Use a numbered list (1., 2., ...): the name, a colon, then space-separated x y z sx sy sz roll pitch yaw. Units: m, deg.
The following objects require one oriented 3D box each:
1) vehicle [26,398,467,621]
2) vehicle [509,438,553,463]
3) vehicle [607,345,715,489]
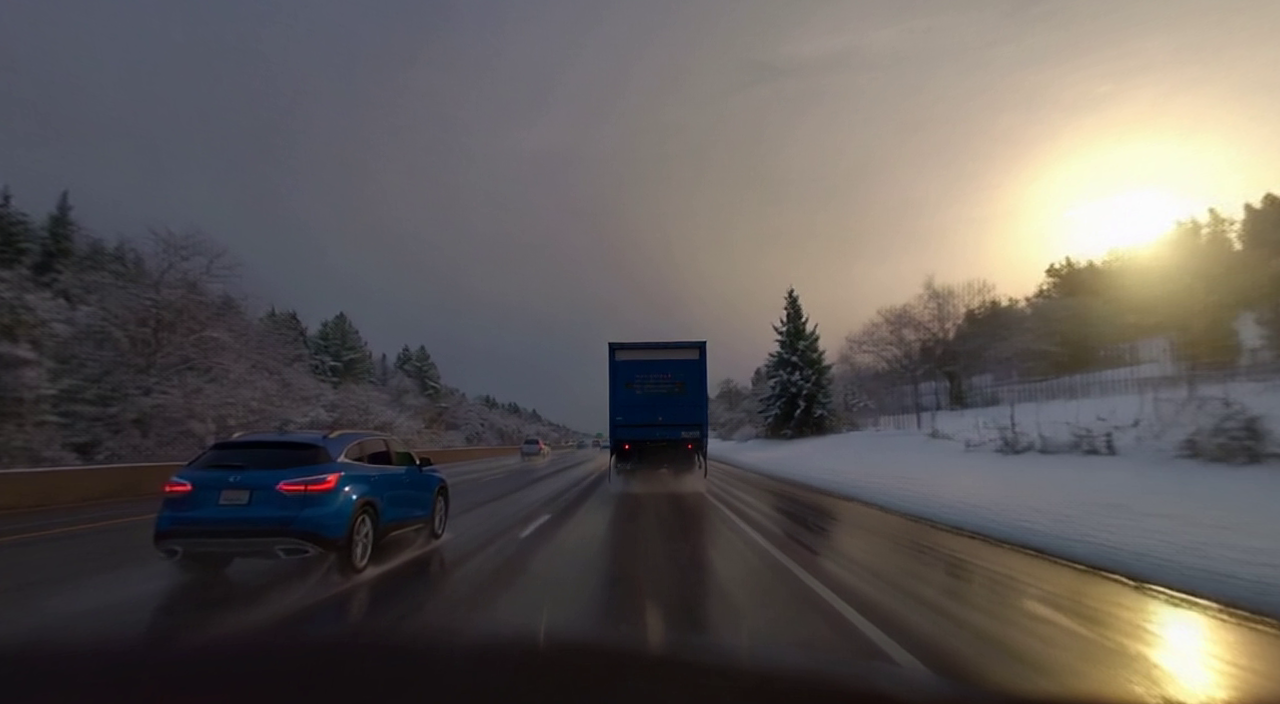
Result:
1. vehicle: -3.566 1.507 6.959 2.077 1.671 4.249 0 -8 0
2. vehicle: -6.750 6.188 39.585 1.882 1.451 4.416 0 -8 1
3. vehicle: 0.573 2.500 22.243 2.870 3.841 10.653 0 -8 0
